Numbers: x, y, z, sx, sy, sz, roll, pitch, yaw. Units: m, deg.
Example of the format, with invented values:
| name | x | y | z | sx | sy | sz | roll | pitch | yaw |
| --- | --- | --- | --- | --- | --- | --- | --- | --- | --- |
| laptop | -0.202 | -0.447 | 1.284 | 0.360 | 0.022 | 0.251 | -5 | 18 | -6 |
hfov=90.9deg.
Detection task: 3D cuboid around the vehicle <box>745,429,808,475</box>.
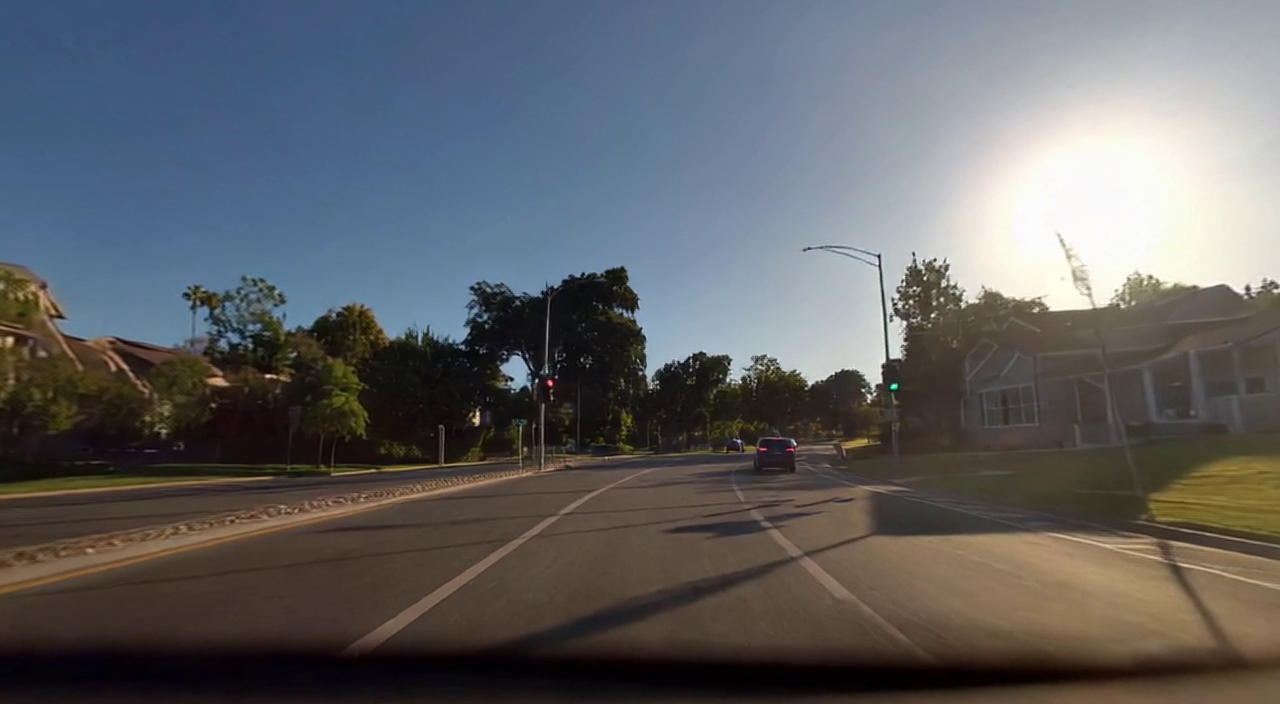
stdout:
| name | x | y | z | sx | sy | sz | roll | pitch | yaw |
| --- | --- | --- | --- | --- | --- | --- | --- | --- | --- |
| vehicle | 5.855 | 4.348 | 27.640 | 2.141 | 1.833 | 4.704 | -1 | -8 | 6 |
